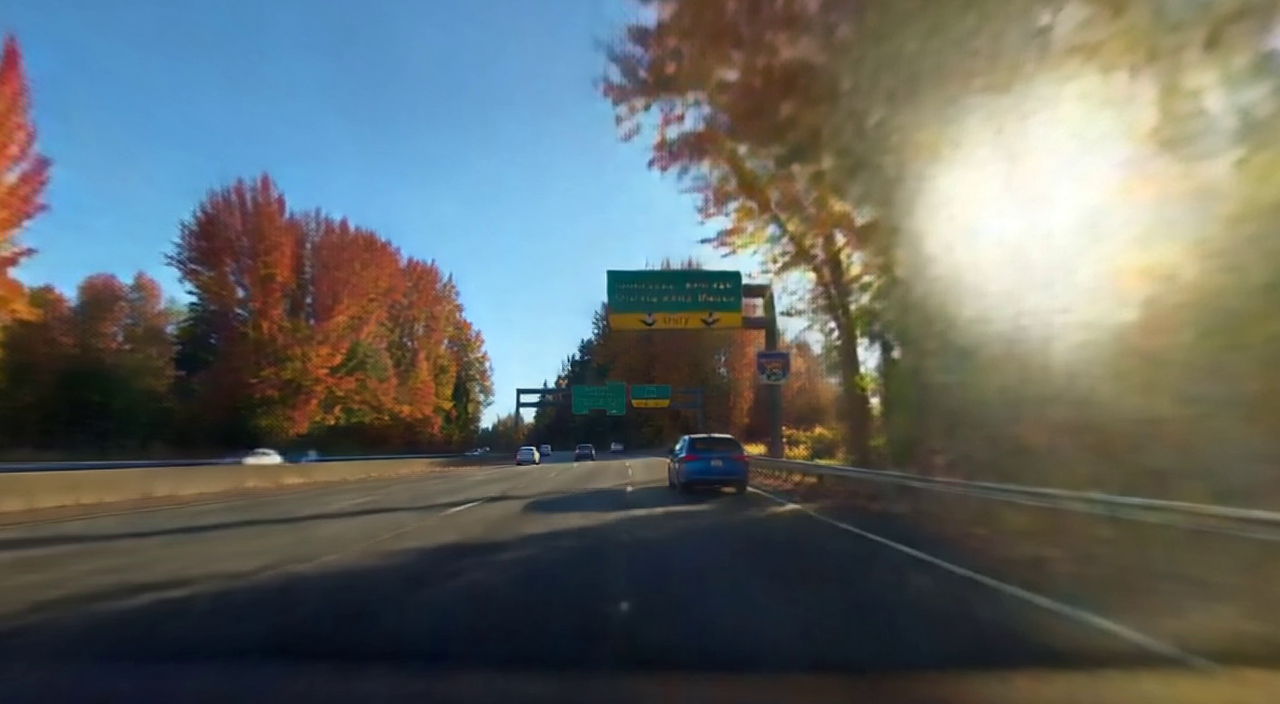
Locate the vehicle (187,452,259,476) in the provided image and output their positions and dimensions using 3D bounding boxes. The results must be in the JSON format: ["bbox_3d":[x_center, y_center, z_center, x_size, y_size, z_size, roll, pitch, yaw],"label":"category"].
[{"bbox_3d":[-27.466,7.358,41.668,1.772,1.455,4.383,0,-8,-1],"label":"vehicle"}]

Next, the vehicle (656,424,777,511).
[{"bbox_3d":[1.581,2.614,14.724,2.120,1.706,4.226,1,-8,-2],"label":"vehicle"}]
